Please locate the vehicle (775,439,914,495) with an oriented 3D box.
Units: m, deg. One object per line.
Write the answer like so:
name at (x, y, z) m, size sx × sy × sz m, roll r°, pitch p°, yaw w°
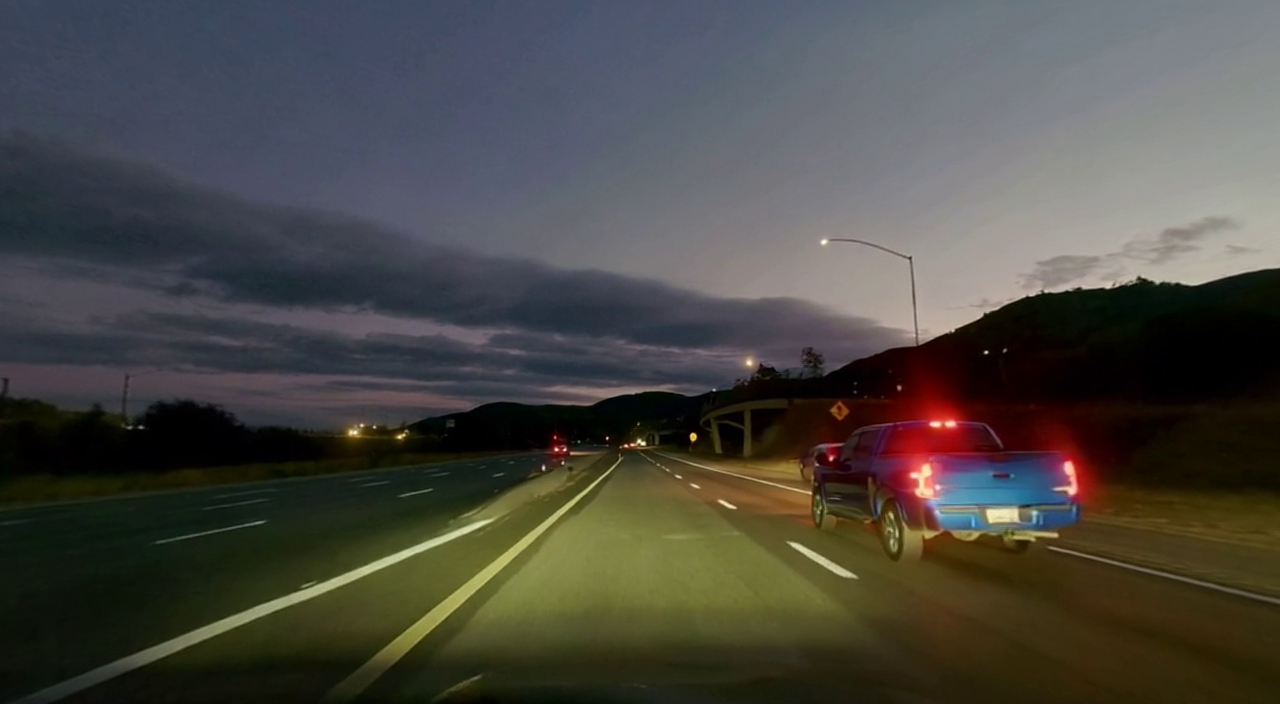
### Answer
vehicle at (7.017, 4.068, 22.848) m, size 2.406 × 1.702 × 6.765 m, roll 1°, pitch -9°, yaw -4°
